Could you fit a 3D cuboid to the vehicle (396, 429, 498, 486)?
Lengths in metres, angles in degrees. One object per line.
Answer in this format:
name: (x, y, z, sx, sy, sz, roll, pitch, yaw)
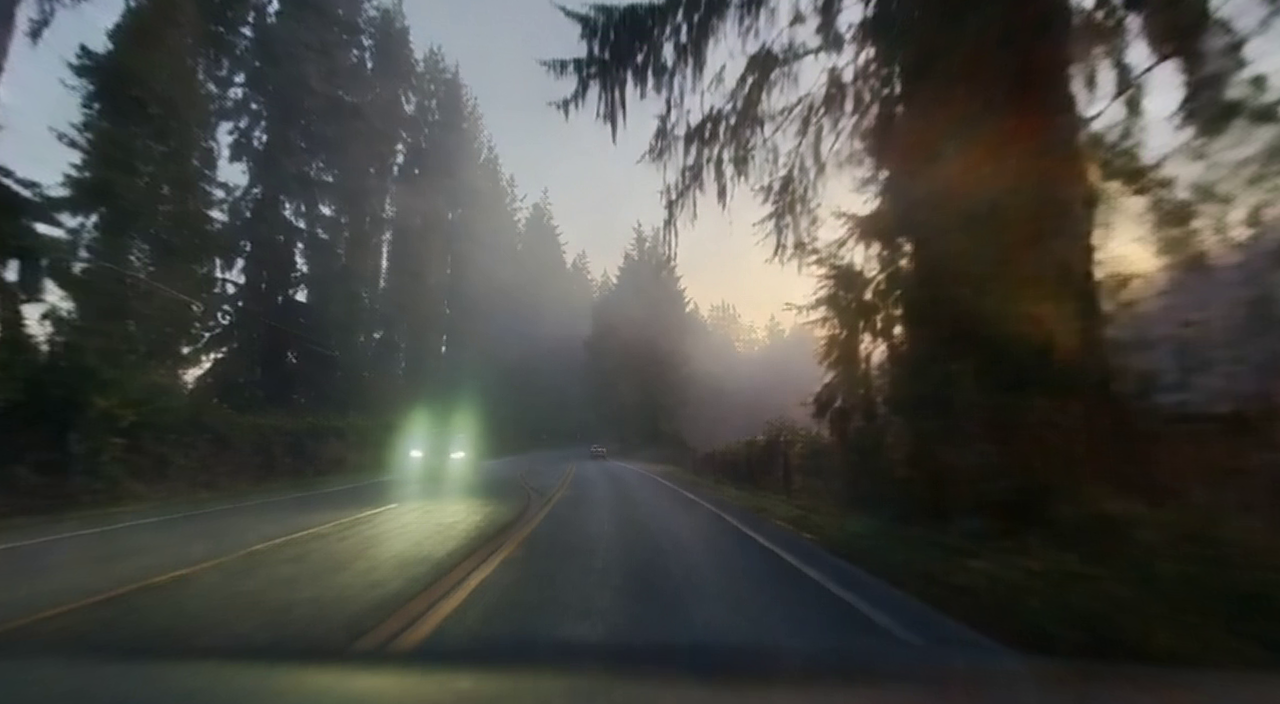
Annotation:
vehicle: (-6.510, 3.626, 21.933, 2.318, 1.754, 4.328, 0, -9, -2)
